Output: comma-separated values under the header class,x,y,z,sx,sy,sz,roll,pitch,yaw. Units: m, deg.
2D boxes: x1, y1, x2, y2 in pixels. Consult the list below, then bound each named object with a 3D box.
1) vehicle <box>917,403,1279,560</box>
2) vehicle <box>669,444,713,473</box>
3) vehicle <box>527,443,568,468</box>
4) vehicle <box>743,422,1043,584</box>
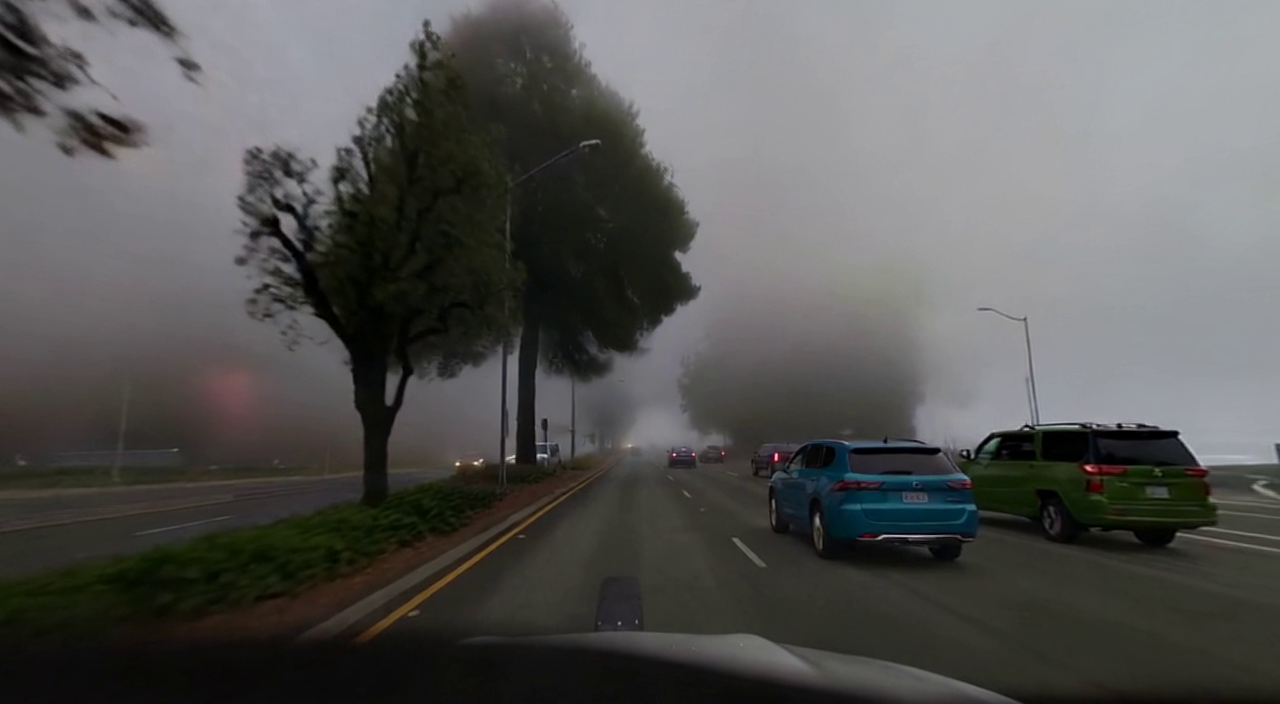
class,x,y,z,sx,sy,sz,roll,pitch,yaw
vehicle,6.437,1.852,9.716,2.153,1.811,4.595,0,-8,-1
vehicle,2.709,5.796,34.572,1.980,1.484,4.093,0,-8,-1
vehicle,-6.583,7.387,45.192,2.113,1.693,4.370,0,-8,2
vehicle,2.874,1.836,8.656,1.932,1.547,4.992,0,-8,-2
